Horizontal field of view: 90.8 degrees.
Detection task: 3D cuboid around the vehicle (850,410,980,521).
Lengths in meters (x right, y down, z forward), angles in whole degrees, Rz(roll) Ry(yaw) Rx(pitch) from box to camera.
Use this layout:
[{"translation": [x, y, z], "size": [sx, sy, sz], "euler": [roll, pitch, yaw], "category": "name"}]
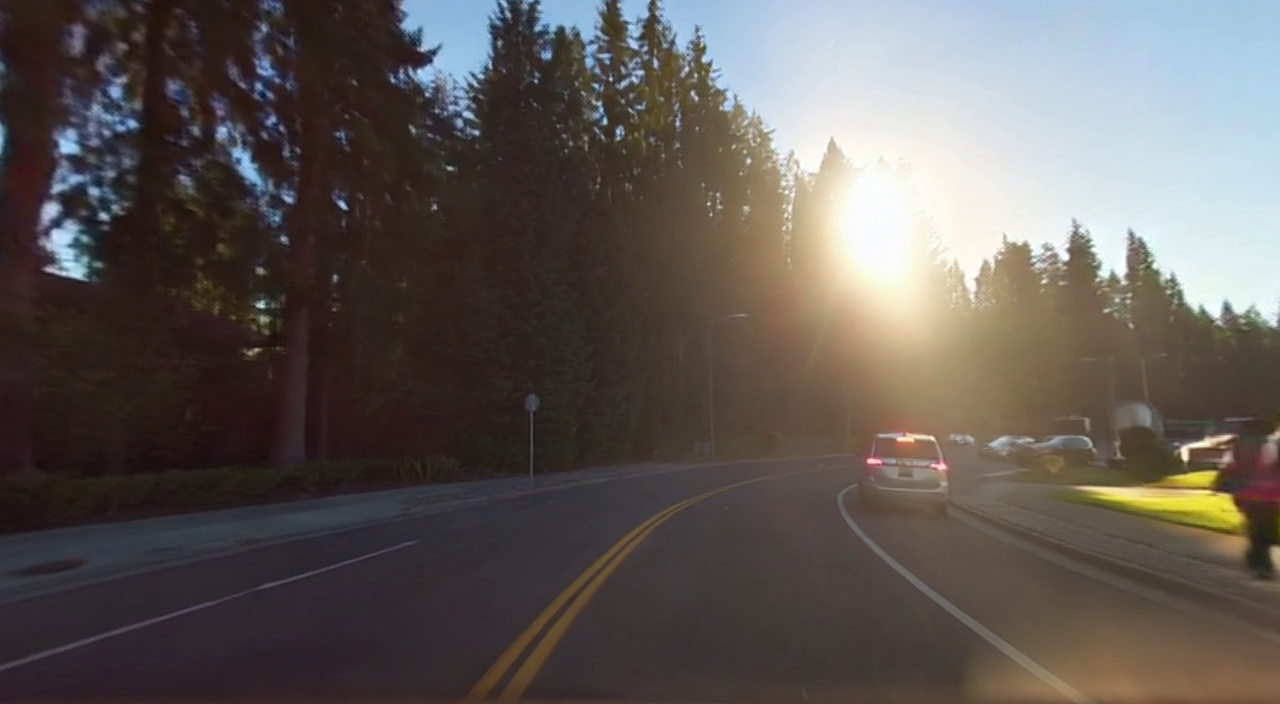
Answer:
[{"translation": [6.225, 2.583, 14.707], "size": [2.043, 2.250, 3.024], "euler": [-1, -9, 11], "category": "vehicle"}]
